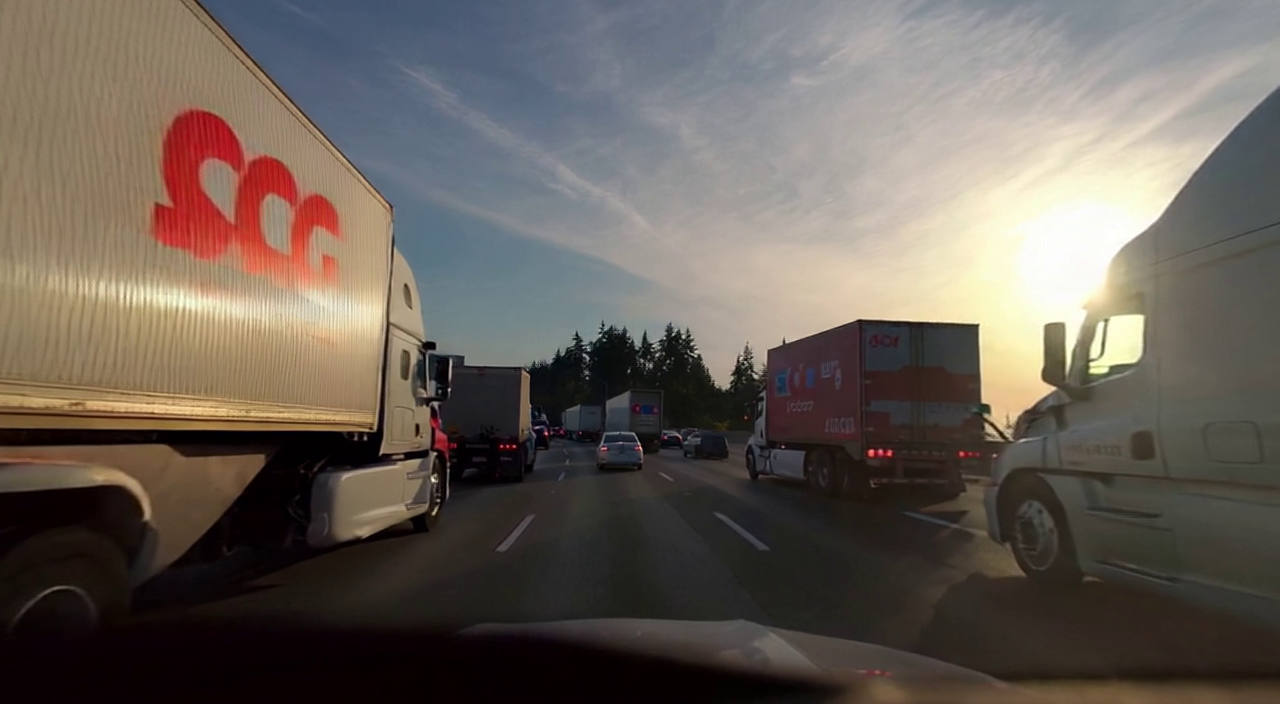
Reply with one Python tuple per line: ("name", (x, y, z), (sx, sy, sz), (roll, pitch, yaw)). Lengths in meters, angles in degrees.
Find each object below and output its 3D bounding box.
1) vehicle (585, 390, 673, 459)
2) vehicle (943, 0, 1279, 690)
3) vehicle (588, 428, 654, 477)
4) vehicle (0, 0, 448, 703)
("vehicle", (-1.258, 5.321, 45.137), (2.899, 4.112, 13.912), (2, -8, -15))
("vehicle", (5.261, -0.166, 3.379), (2.992, 3.986, 5.841), (3, -8, -21))
("vehicle", (-0.789, 3.527, 22.370), (2.060, 1.540, 4.374), (1, -8, -5))
("vehicle", (-3.777, -0.010, 3.597), (2.822, 3.788, 8.799), (0, -8, -2))
